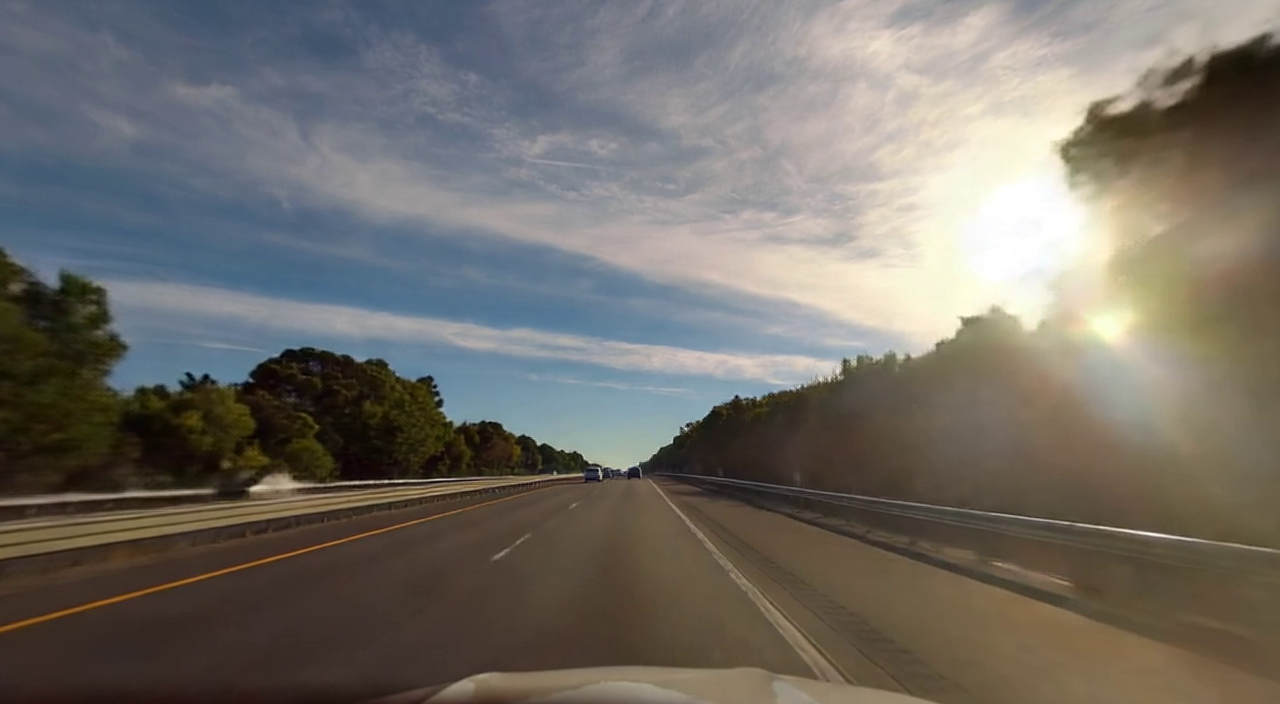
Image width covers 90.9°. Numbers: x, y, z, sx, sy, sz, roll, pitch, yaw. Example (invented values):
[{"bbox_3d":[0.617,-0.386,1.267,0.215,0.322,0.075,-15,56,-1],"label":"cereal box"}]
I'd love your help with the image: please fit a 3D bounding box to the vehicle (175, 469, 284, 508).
[{"bbox_3d":[-16.948,5.623,26.270,1.822,1.430,4.051,1,-10,-1],"label":"vehicle"}]
